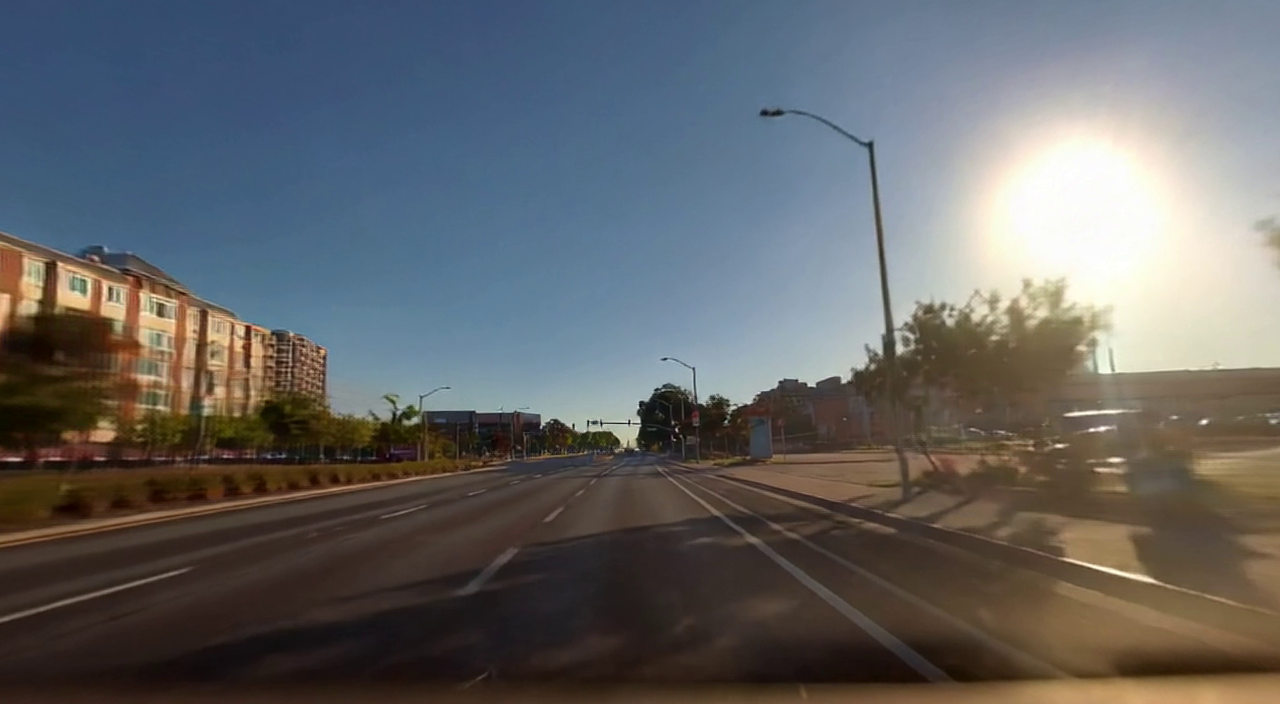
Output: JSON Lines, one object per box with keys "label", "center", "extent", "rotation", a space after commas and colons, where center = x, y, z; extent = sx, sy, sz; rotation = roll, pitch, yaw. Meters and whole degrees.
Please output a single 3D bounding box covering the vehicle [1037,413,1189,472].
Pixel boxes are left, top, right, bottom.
{"label": "vehicle", "center": [27.988, 5.313, 37.457], "extent": [7.548, 3.111, 2.756], "rotation": [0, -8, -14]}
